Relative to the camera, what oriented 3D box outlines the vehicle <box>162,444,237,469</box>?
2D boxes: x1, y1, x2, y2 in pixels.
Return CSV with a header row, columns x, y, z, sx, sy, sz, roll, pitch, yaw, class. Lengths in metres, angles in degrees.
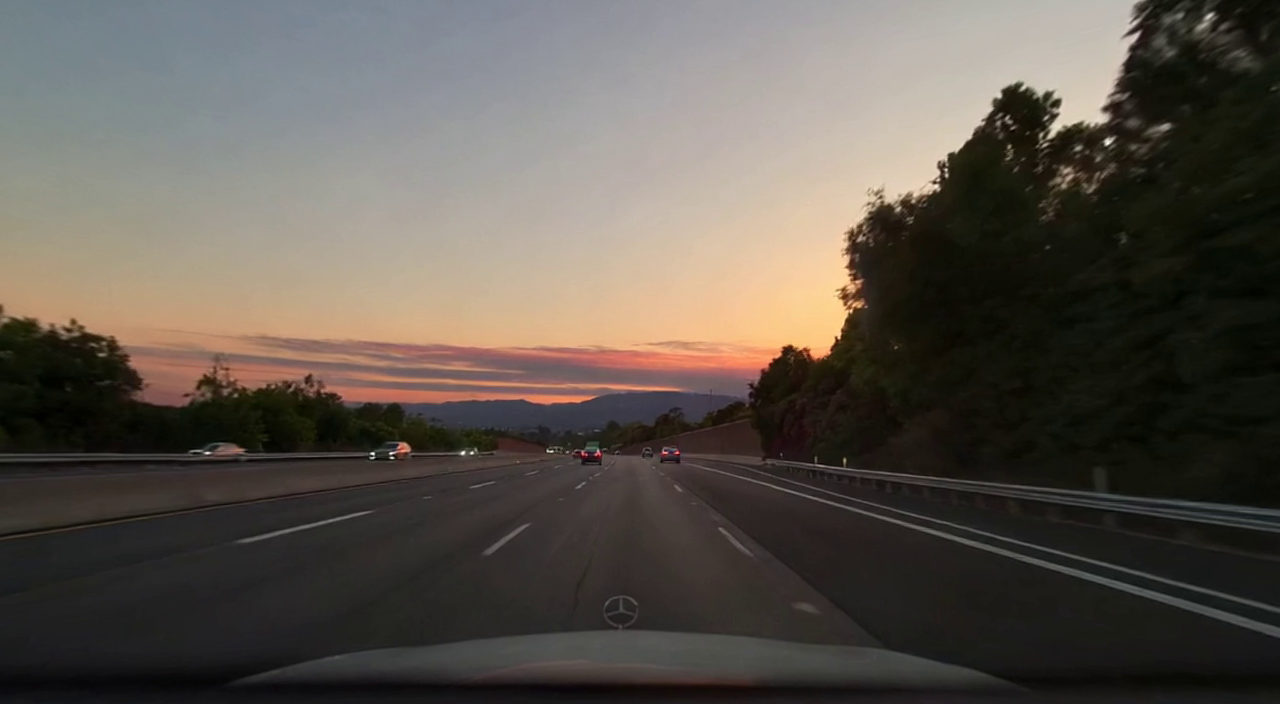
x,y,z,sx,sy,sz,roll,pitch,yaw,class
-27.633,6.564,39.484,1.742,1.490,4.162,0,-9,-1,vehicle
